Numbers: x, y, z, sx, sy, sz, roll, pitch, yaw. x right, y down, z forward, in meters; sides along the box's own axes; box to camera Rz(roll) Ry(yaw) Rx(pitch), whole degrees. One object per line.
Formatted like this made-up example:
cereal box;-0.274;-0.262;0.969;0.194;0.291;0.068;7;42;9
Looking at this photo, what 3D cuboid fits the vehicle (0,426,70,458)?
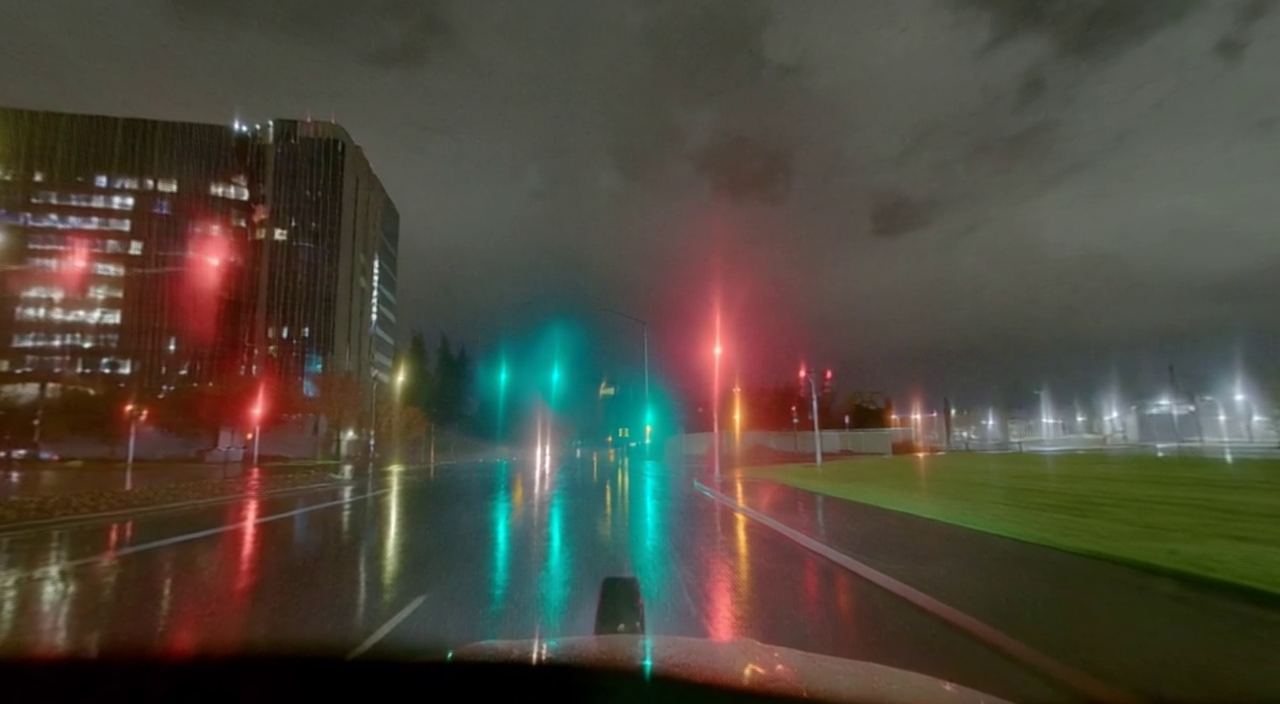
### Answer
vehicle;-41.838;6.061;42.257;2.119;2.013;5.475;1;-9;-3
